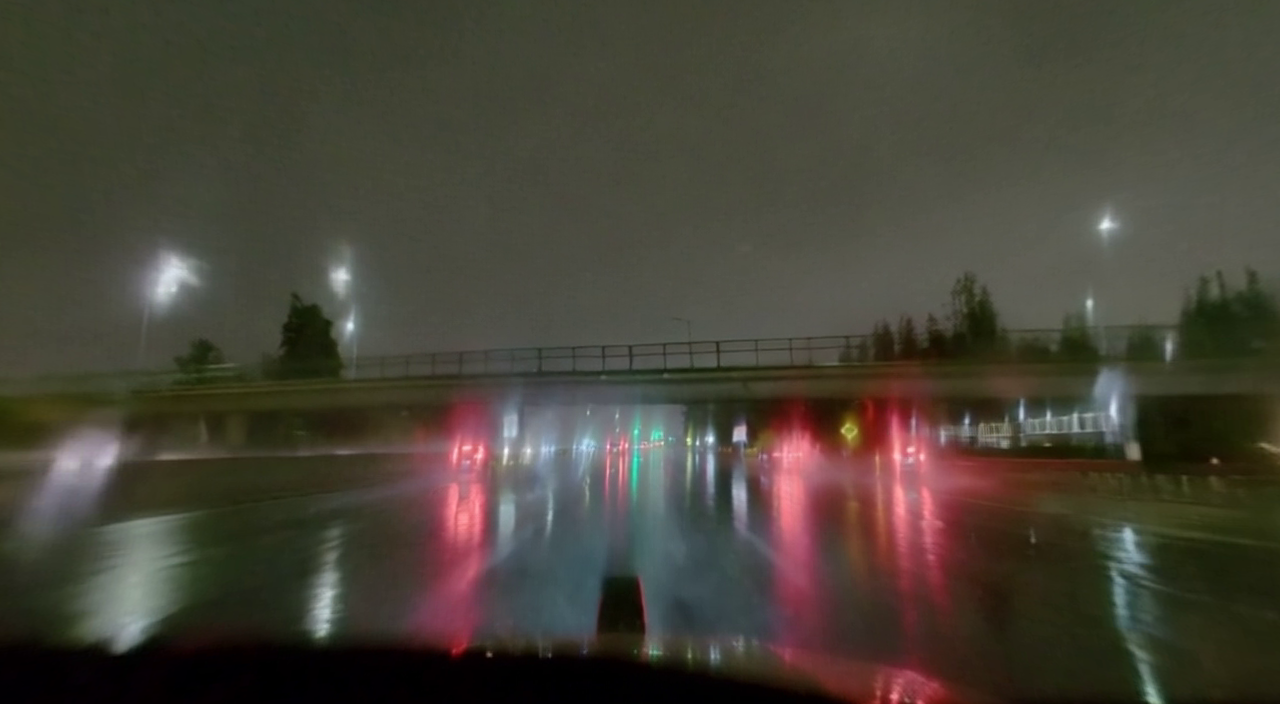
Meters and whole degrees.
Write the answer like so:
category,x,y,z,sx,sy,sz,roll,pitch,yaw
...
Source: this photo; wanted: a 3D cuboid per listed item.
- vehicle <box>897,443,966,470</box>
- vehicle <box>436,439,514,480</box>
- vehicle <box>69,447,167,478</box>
category,x,y,z,sx,sy,sz,roll,pitch,yaw
vehicle,17.648,6.333,38.397,1.884,1.567,4.692,0,-8,-1
vehicle,-6.598,4.338,25.660,1.985,1.513,4.172,0,-8,0
vehicle,-28.193,5.959,34.194,1.866,1.553,3.969,0,-8,1
